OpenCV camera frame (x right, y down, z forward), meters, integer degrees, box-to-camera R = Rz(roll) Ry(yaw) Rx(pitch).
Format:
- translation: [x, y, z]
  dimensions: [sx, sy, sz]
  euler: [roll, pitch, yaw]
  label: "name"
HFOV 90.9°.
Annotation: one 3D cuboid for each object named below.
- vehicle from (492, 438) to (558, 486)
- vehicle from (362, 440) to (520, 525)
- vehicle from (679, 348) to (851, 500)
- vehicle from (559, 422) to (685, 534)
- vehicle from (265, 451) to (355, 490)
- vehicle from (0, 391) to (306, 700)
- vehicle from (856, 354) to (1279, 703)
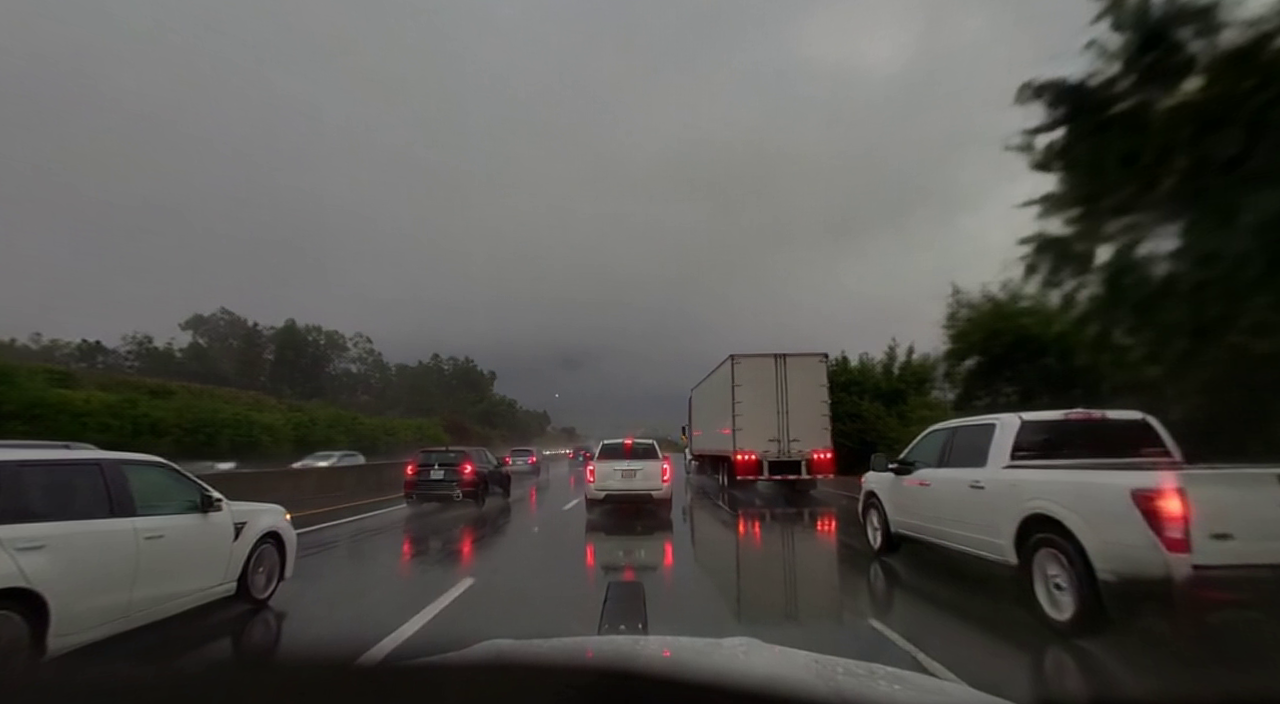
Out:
- translation: [-4.697, 4.538, 26.242]
  dimensions: [1.959, 1.808, 3.790]
  euler: [0, -9, 1]
  label: "vehicle"
- translation: [-3.987, 2.680, 13.523]
  dimensions: [1.923, 1.503, 4.293]
  euler: [0, -9, 1]
  label: "vehicle"
- translation: [3.848, 3.126, 24.861]
  dimensions: [3.186, 4.111, 15.553]
  euler: [0, -9, -2]
  label: "vehicle"
- translation: [-0.305, 2.369, 12.386]
  dimensions: [2.037, 1.792, 4.194]
  euler: [0, -9, 0]
  label: "vehicle"
- translation: [-16.388, 5.879, 31.607]
  dimensions: [1.963, 1.754, 4.672]
  euler: [0, -9, 0]
  label: "vehicle"
- translation: [-4.286, 1.188, 4.364]
  dimensions: [1.789, 1.620, 3.841]
  euler: [0, -9, 0]
  label: "vehicle"
- translation: [3.642, 1.236, 5.138]
  dimensions: [2.076, 1.751, 4.666]
  euler: [0, -9, 0]
  label: "vehicle"
